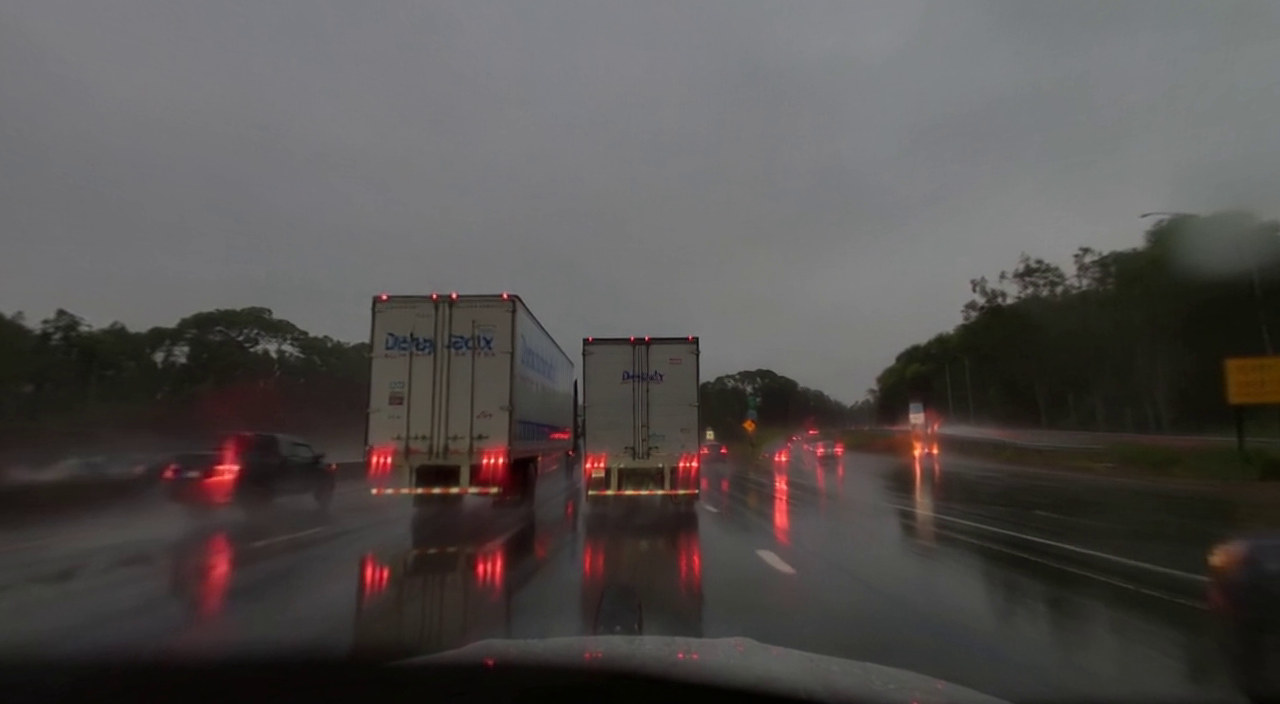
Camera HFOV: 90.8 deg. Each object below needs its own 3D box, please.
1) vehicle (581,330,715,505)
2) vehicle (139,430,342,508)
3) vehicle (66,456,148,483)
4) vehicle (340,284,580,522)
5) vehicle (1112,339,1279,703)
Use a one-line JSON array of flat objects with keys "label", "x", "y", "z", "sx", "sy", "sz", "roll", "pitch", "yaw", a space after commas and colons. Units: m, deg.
[{"label": "vehicle", "x": 0.090, "y": 2.142, "z": 18.773, "sx": 2.910, "sy": 3.828, "sz": 9.805, "roll": 0, "pitch": -9, "yaw": -1}, {"label": "vehicle", "x": -10.928, "y": 3.228, "z": 18.005, "sx": 2.120, "sy": 1.862, "sz": 5.530, "roll": 0, "pitch": -9, "yaw": 0}, {"label": "vehicle", "x": -29.041, "y": 6.381, "z": 34.538, "sx": 1.479, "sy": 1.342, "sz": 3.317, "roll": -1, "pitch": -9, "yaw": 3}, {"label": "vehicle", "x": -3.795, "y": 2.024, "z": 18.821, "sx": 2.873, "sy": 4.107, "sz": 15.970, "roll": 0, "pitch": -9, "yaw": -1}, {"label": "vehicle", "x": 3.887, "y": 0.610, "z": 1.331, "sx": 2.136, "sy": 1.753, "sz": 4.644, "roll": 0, "pitch": -9, "yaw": 0}]
